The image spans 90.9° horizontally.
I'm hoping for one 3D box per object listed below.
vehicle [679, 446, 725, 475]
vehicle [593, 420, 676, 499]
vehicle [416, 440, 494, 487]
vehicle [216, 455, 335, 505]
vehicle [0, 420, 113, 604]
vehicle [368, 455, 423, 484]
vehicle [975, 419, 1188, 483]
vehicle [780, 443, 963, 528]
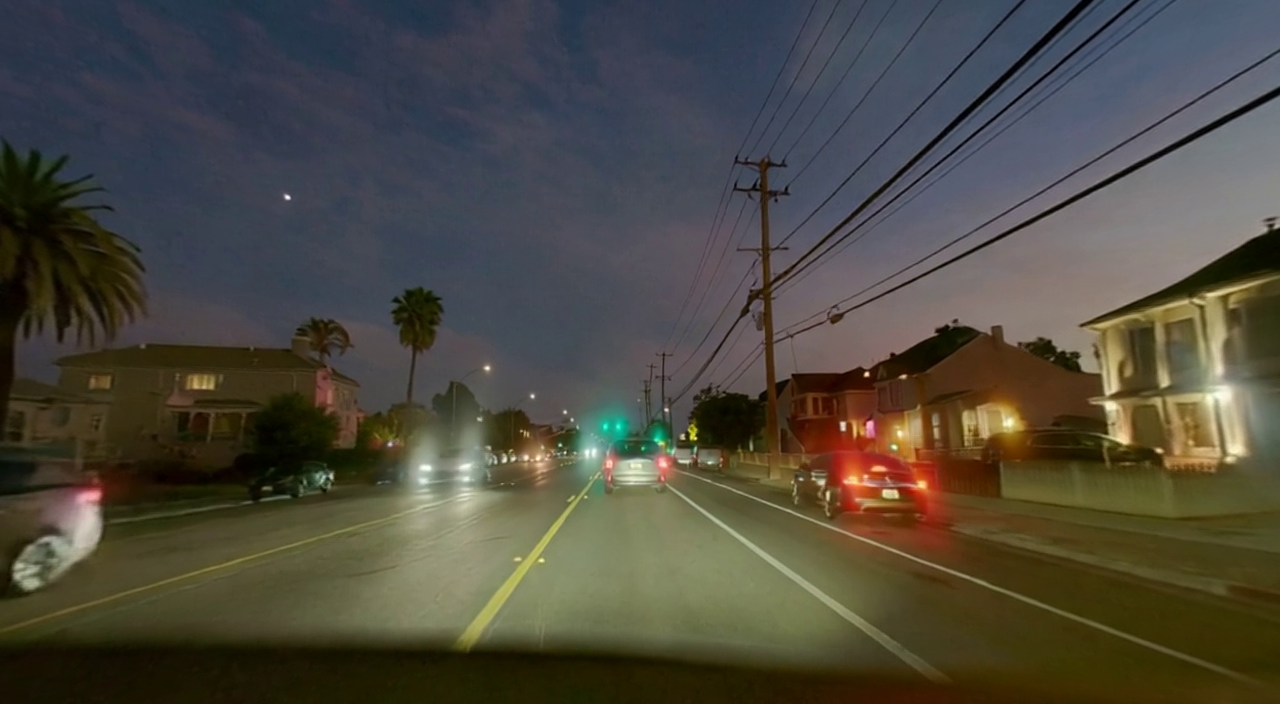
[{"bbox_3d":[3.408,6.042,35.332,1.946,1.530,4.240,0,-8,-3],"label":"vehicle"},{"bbox_3d":[-0.292,3.162,18.900,2.168,2.040,4.527,1,-8,-4],"label":"vehicle"},{"bbox_3d":[-7.450,4.484,25.823,1.993,1.737,4.353,0,-8,-2],"label":"vehicle"},{"bbox_3d":[-13.371,4.695,23.497,2.004,1.441,4.572,-3,-8,-4],"label":"vehicle"},{"bbox_3d":[-6.744,1.313,4.734,1.965,1.653,4.251,0,-8,-3],"label":"vehicle"},{"bbox_3d":[-14.053,6.755,36.412,1.841,1.356,3.938,-4,-8,-3],"label":"vehicle"},{"bbox_3d":[13.379,3.023,19.380,4.749,1.699,2.311,-1,-8,-1],"label":"vehicle"},{"bbox_3d":[4.543,2.653,13.201,2.022,1.456,4.246,1,-8,-3],"label":"vehicle"}]
